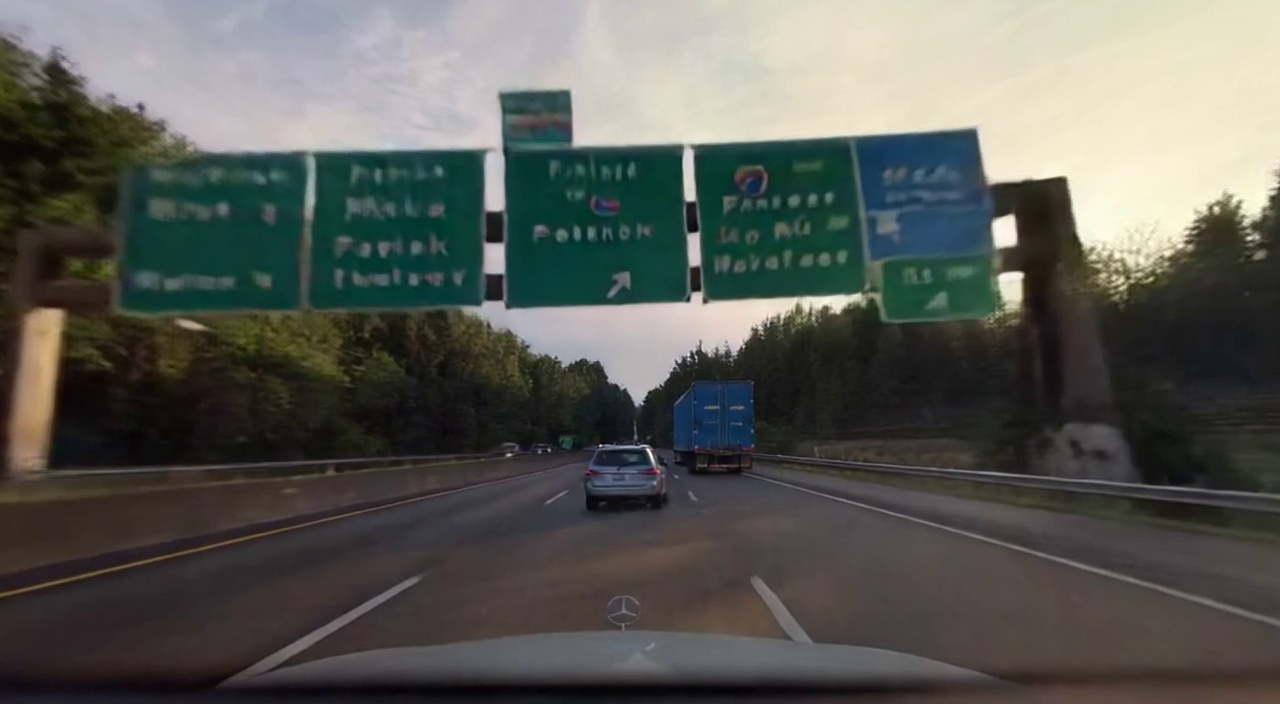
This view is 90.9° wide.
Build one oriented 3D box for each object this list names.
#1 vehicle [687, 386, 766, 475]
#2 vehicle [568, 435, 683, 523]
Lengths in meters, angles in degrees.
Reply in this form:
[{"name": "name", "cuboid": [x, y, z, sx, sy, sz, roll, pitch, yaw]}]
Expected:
[{"name": "vehicle", "cuboid": [4.433, 4.644, 35.630, 2.960, 4.018, 13.834, 0, -9, 2]}, {"name": "vehicle", "cuboid": [-0.204, 2.625, 13.520, 2.039, 1.532, 4.610, 0, -9, 1]}]
